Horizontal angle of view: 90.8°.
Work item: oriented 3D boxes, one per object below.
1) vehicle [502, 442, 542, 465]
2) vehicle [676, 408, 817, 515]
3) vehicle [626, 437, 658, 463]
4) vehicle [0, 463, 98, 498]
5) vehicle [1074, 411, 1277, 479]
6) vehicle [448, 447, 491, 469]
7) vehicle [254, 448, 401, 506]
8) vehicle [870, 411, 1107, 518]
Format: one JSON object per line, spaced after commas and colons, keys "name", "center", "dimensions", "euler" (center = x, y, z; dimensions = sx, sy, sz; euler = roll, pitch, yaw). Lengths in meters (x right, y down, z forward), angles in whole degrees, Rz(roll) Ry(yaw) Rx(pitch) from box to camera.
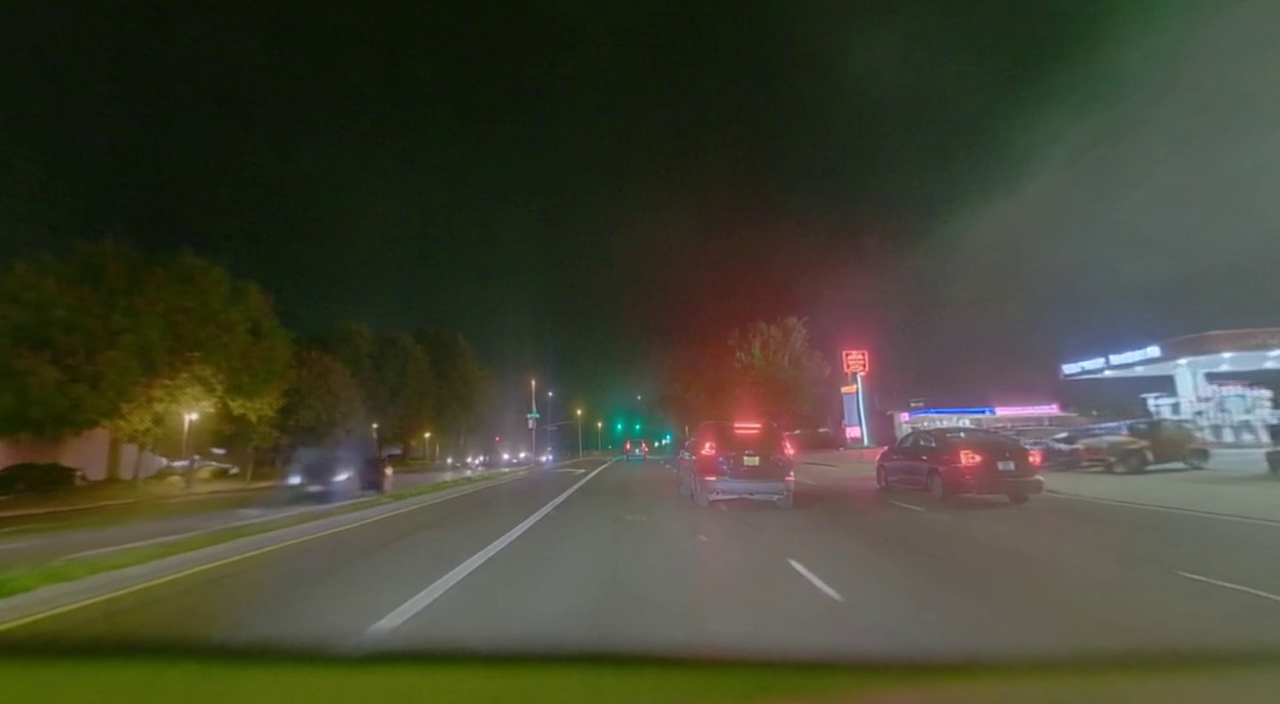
{"name": "vehicle", "center": [-8.988, 7.745, 48.447], "dimensions": [2.044, 1.695, 4.503], "euler": [0, -8, 2]}
{"name": "vehicle", "center": [2.086, 2.337, 13.969], "dimensions": [2.038, 1.917, 4.900], "euler": [0, -8, -3]}
{"name": "vehicle", "center": [0.111, 6.837, 44.255], "dimensions": [2.101, 1.707, 3.904], "euler": [0, -8, -1]}
{"name": "vehicle", "center": [-29.053, 6.131, 30.236], "dimensions": [4.435, 1.507, 1.926], "euler": [0, -8, 1]}
{"name": "vehicle", "center": [17.591, 3.126, 21.253], "dimensions": [2.125, 1.875, 5.224], "euler": [-3, -8, -1]}
{"name": "vehicle", "center": [-12.348, 7.675, 46.013], "dimensions": [1.868, 1.496, 4.390], "euler": [0, -8, 0]}
{"name": "vehicle", "center": [-9.085, 3.630, 18.930], "dimensions": [1.978, 1.470, 4.711], "euler": [0, -8, 0]}
{"name": "vehicle", "center": [6.660, 2.210, 12.884], "dimensions": [2.025, 1.765, 4.729], "euler": [0, -8, -1]}
